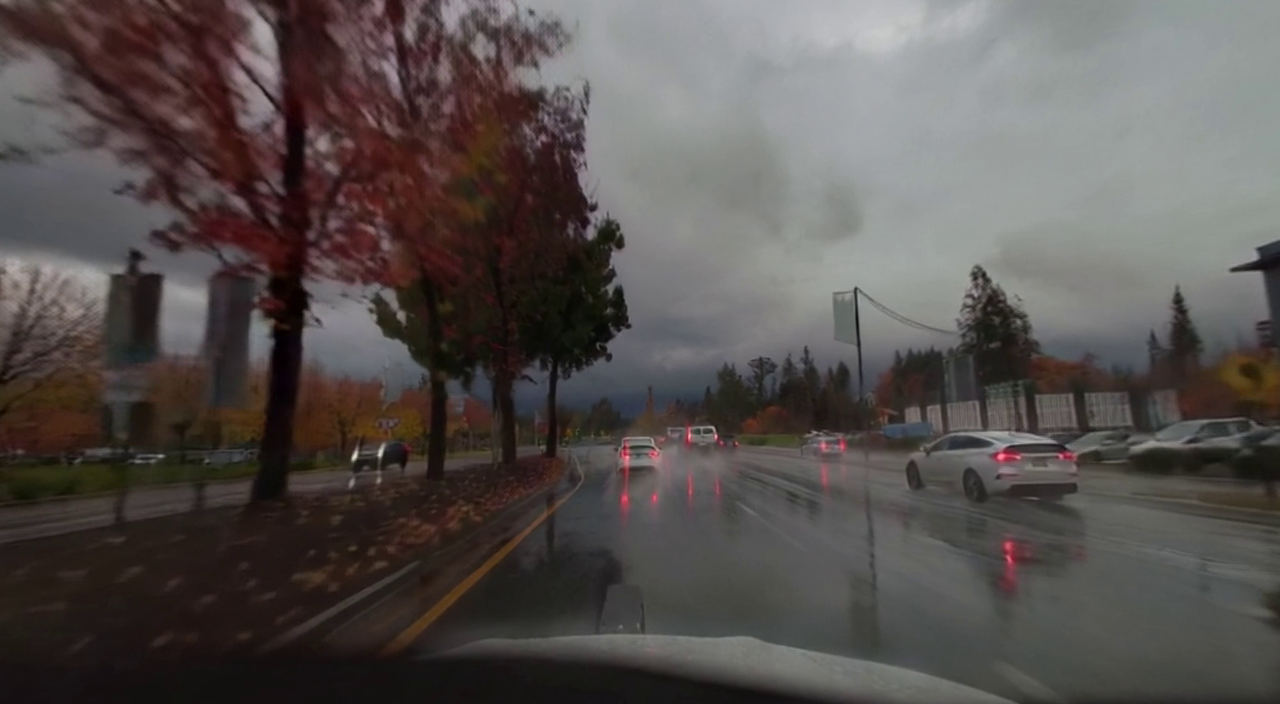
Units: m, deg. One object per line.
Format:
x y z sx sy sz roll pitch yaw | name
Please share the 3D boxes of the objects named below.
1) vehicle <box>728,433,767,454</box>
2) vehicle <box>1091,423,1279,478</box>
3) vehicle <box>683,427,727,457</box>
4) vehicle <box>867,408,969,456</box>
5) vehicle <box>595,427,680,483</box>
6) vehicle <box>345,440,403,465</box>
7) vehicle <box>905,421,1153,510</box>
7.765 6.626 46.020 2.061 1.460 3.948 0 -8 -1 | vehicle
20.893 3.708 24.103 2.430 1.809 6.424 0 -8 -2 | vehicle
3.911 5.546 38.941 2.188 1.760 4.297 0 -8 -1 | vehicle
20.171 5.939 46.566 3.364 3.145 8.387 0 -8 -3 | vehicle
-0.094 3.070 19.173 2.289 1.471 4.477 0 -8 -1 | vehicle
-20.168 7.602 48.085 2.277 1.777 4.993 0 -8 -1 | vehicle
7.538 2.239 13.006 2.111 1.493 4.639 0 -8 -1 | vehicle
